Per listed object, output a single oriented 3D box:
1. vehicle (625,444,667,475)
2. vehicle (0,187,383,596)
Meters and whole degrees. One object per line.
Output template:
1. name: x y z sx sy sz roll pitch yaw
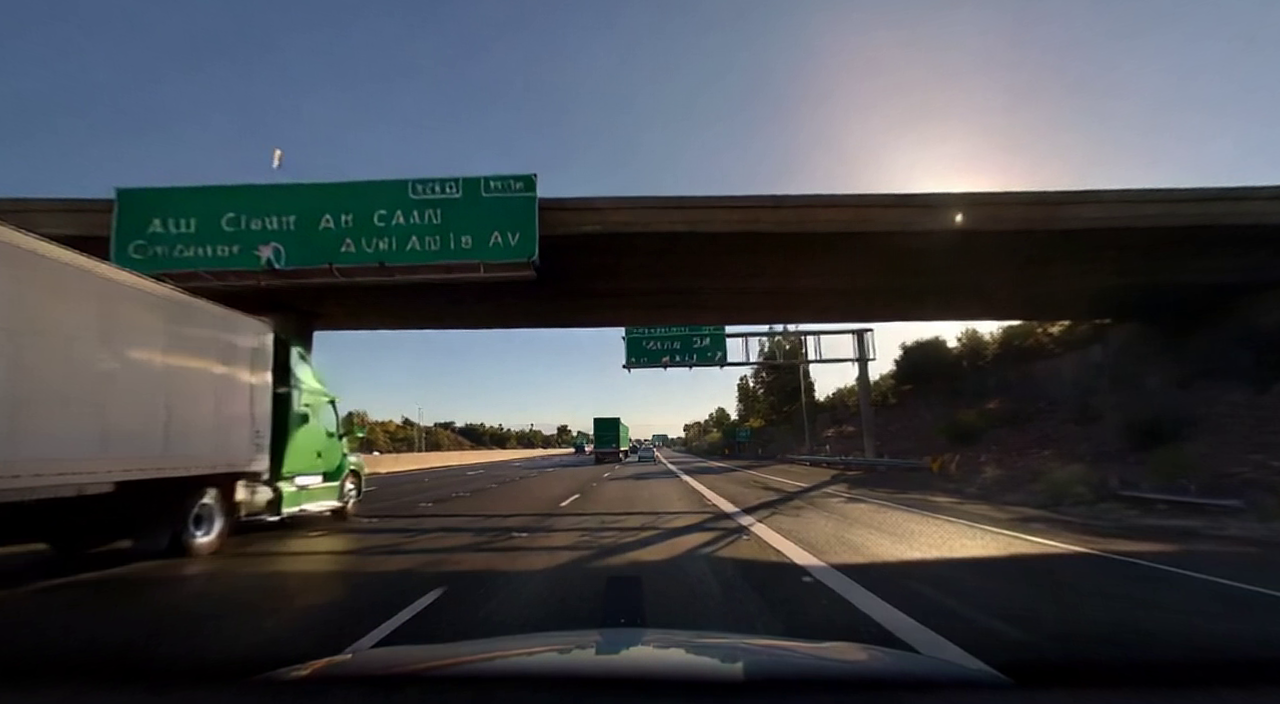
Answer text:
1. vehicle: 0.274 5.589 32.900 2.066 1.469 4.050 0 -9 -1
2. vehicle: -7.506 0.799 8.674 3.067 3.804 11.136 0 -9 1
